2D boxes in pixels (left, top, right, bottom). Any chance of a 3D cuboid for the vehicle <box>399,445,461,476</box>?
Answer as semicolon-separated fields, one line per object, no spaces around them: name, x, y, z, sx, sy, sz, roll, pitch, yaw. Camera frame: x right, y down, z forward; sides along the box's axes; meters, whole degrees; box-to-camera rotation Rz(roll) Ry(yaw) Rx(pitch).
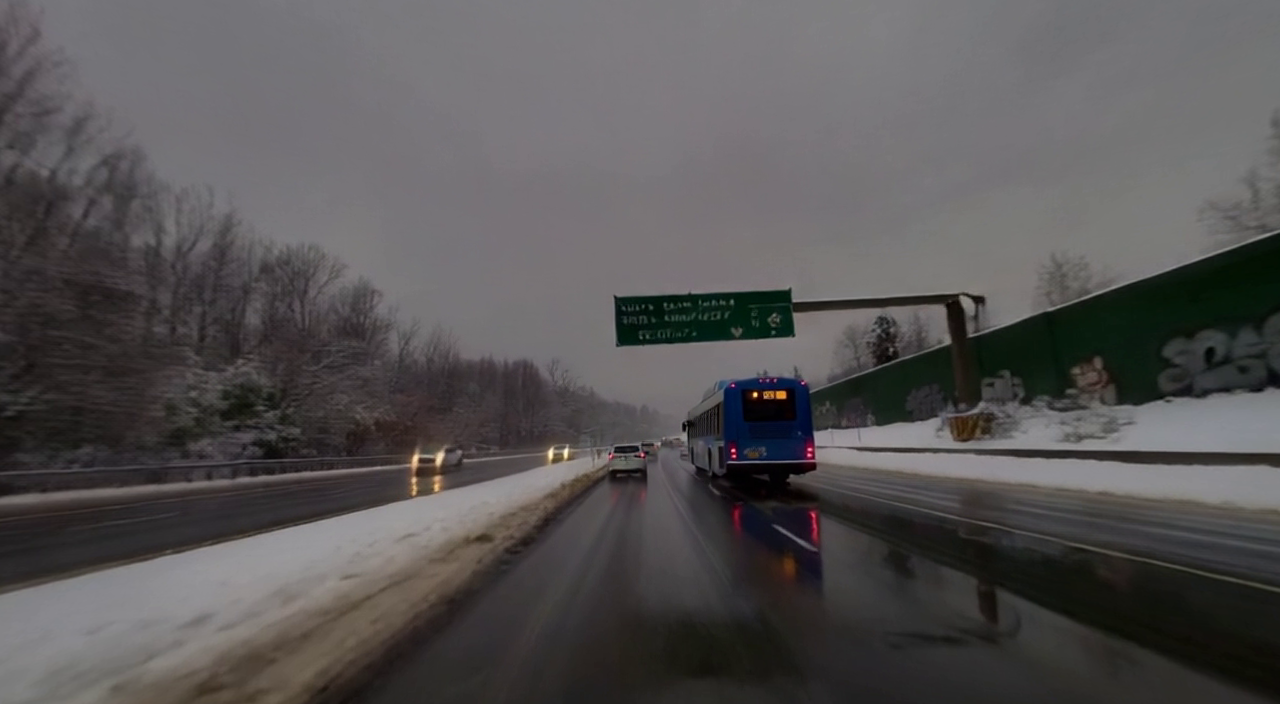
vehicle;-12.282;6.373;37.005;2.029;1.647;4.323;-1;-9;2

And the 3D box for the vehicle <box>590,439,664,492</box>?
vehicle;-0.340;3.659;20.525;2.160;1.532;4.073;-1;-9;1

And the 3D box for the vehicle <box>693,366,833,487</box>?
vehicle;4.078;3.118;24.436;3.055;3.479;12.521;-1;-9;1
